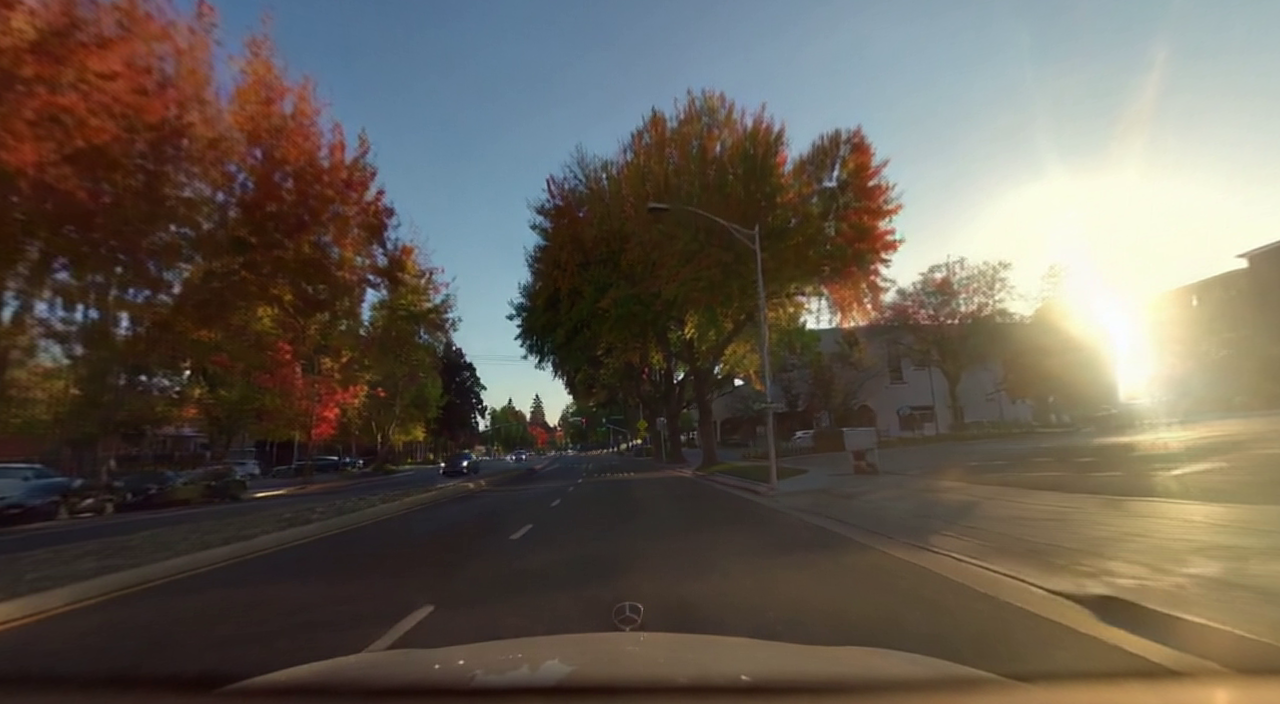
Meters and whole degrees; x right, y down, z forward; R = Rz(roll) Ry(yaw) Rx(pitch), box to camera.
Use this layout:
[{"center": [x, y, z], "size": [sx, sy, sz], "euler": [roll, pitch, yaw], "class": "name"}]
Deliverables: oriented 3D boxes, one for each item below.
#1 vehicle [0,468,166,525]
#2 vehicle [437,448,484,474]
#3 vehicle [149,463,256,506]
[{"center": [-18.412, 4.687, 20.799], "size": [1.887, 1.490, 4.432], "euler": [0, -9, 0], "class": "vehicle"}, {"center": [-12.951, 7.881, 45.582], "size": [2.075, 1.765, 4.684], "euler": [0, -9, -2], "class": "vehicle"}, {"center": [-18.748, 5.652, 27.149], "size": [1.896, 1.495, 4.108], "euler": [-4, -9, -3], "class": "vehicle"}]
